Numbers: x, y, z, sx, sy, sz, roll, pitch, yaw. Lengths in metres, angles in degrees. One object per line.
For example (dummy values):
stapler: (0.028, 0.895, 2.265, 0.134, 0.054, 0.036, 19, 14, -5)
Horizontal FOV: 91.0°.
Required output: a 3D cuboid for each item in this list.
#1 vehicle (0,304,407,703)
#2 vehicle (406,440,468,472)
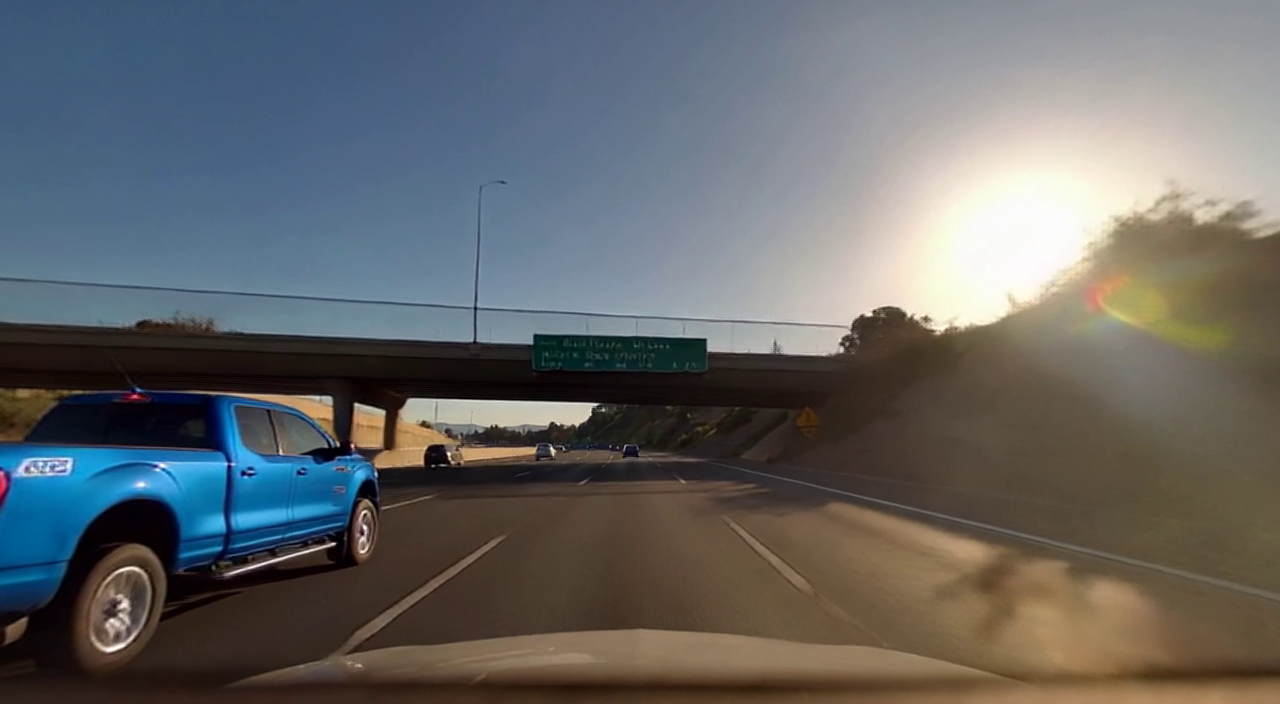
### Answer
vehicle: (-4.295, 1.098, 5.195, 2.339, 2.004, 6.171, 0, -9, 0)
vehicle: (-11.559, 5.931, 36.164, 2.106, 1.692, 4.458, 0, -9, -1)
